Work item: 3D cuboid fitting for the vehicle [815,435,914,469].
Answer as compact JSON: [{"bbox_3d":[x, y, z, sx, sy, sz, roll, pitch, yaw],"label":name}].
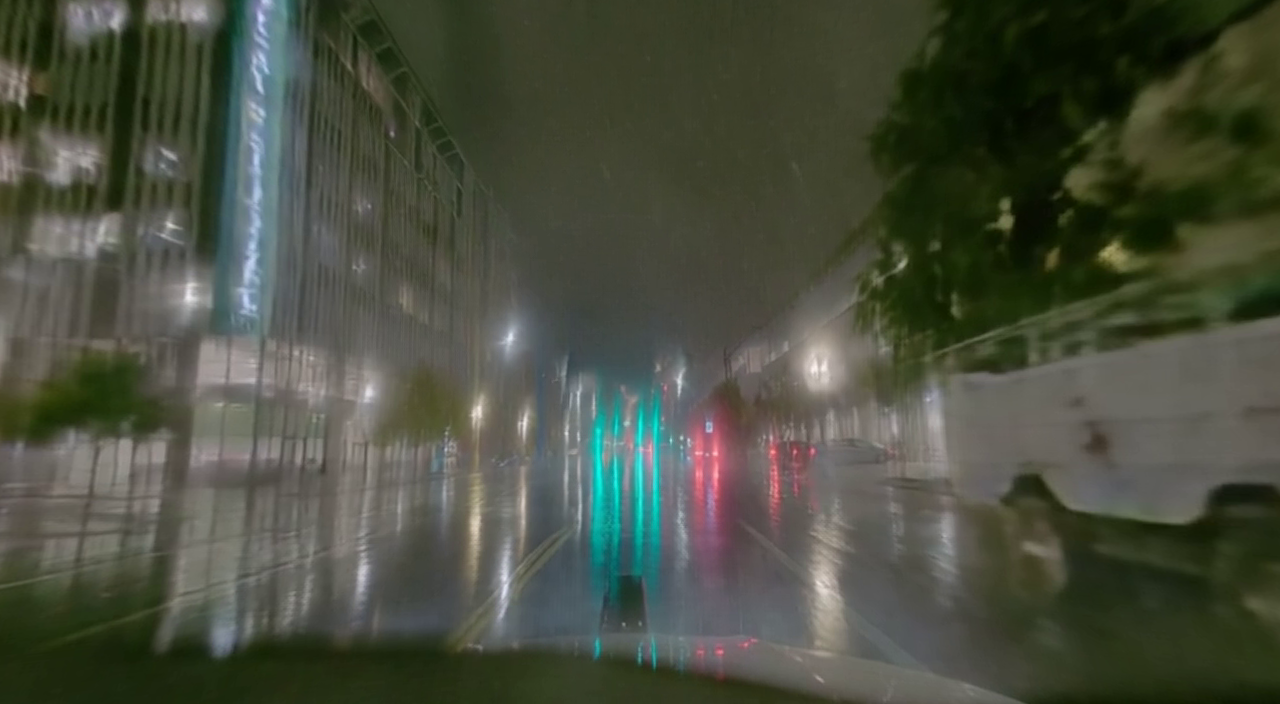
[{"bbox_3d":[13.157,5.905,37.037,5.015,1.934,2.150,-1,-9,2],"label":"vehicle"}]
